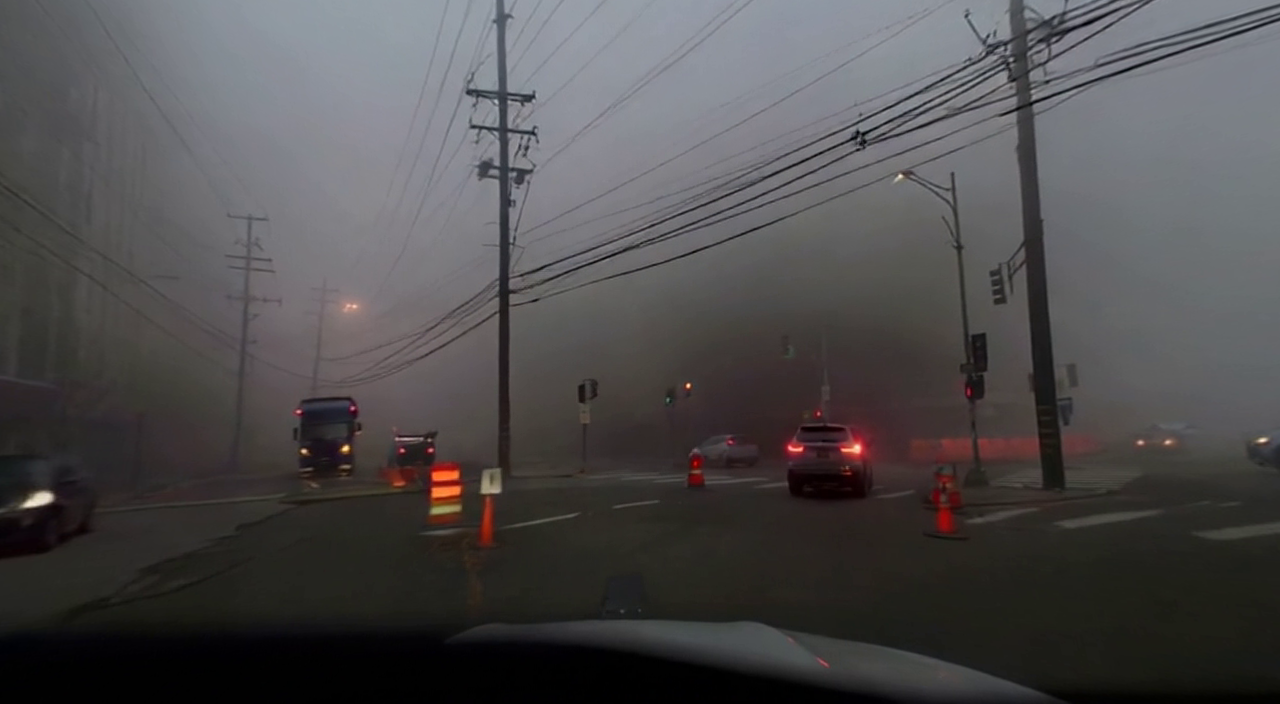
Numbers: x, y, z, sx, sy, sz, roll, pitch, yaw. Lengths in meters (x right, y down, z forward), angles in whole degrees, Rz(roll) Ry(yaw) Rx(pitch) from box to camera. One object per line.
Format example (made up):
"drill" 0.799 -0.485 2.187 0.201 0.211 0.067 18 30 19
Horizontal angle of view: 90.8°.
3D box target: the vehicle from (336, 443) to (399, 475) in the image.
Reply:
"vehicle" -16.183 6.356 37.790 2.509 1.731 4.549 1 -8 -11

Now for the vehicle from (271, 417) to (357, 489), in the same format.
"vehicle" -13.381 4.141 26.179 2.185 2.644 3.306 -2 -8 -9

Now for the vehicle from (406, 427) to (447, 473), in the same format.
"vehicle" -13.045 5.958 38.775 1.959 2.654 4.078 2 -8 -14

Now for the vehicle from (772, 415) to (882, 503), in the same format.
"vehicle" 4.982 2.657 16.295 2.256 1.859 5.118 -3 -8 20

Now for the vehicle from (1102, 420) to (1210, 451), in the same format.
"vehicle" 29.520 4.796 36.237 1.937 1.688 4.382 7 -10 -41

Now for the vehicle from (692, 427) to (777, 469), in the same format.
"vehicle" 4.628 4.820 31.991 2.206 1.911 5.548 2 -8 -15
